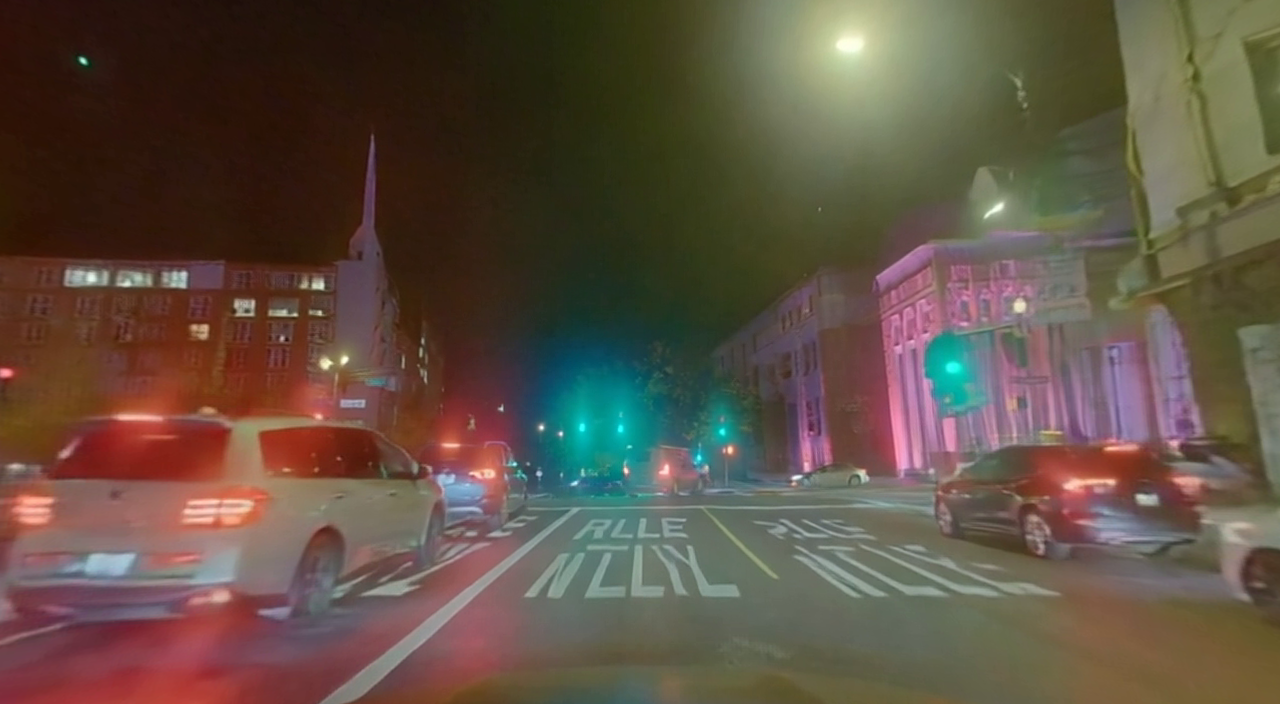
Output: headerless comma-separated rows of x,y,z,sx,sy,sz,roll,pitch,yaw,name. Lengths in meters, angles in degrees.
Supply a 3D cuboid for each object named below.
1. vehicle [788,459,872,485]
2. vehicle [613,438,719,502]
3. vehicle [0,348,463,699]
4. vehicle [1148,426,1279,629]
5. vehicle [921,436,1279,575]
11.234,7.123,37.428,4.371,1.439,1.818,0,-9,-1,vehicle
1.018,3.713,20.358,2.328,1.746,5.072,-3,-9,15,vehicle
-3.385,1.294,6.004,1.977,1.887,5.068,0,-9,-1,vehicle
5.818,1.165,3.686,1.919,1.529,4.558,0,-9,1,vehicle
6.044,1.968,8.946,2.056,1.460,4.358,0,-9,0,vehicle
